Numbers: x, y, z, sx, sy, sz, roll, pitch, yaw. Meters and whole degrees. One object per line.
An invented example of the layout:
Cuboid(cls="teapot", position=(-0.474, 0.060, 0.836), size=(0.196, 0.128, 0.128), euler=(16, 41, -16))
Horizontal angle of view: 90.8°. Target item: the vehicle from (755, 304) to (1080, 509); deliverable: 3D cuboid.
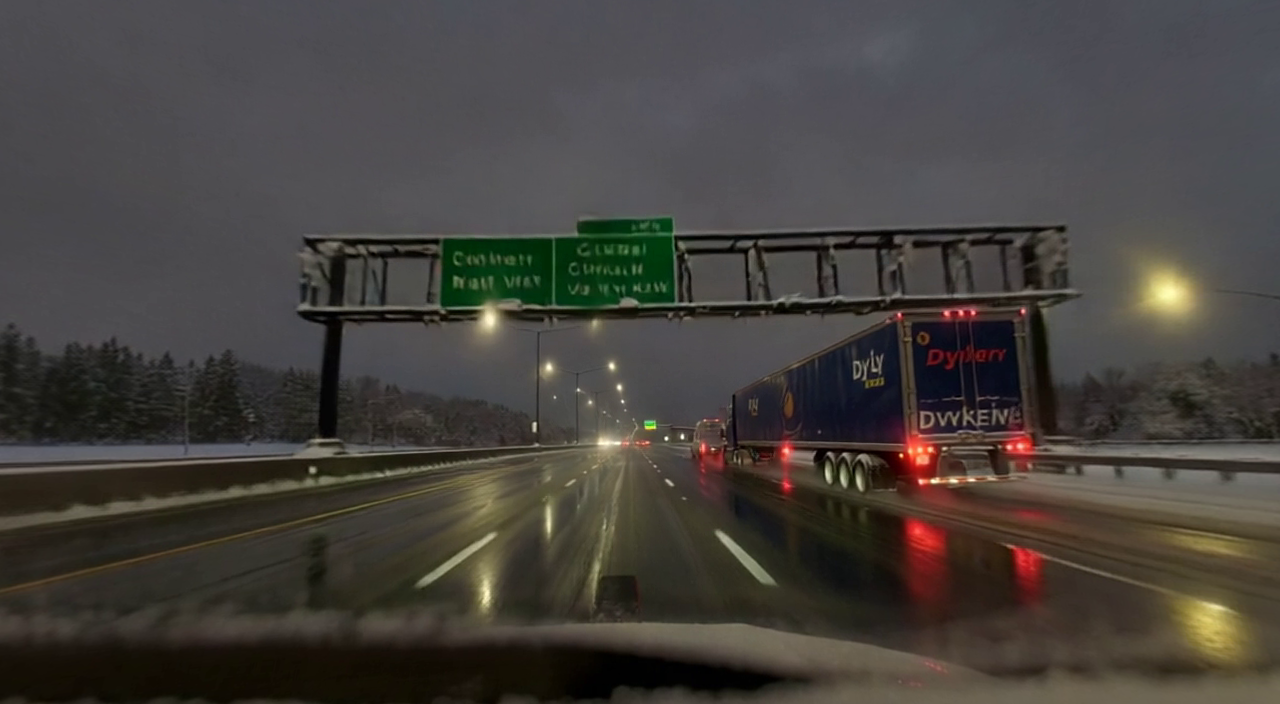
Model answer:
Cuboid(cls="vehicle", position=(6.764, 2.174, 20.238), size=(2.962, 3.947, 16.241), euler=(0, -8, -1))
